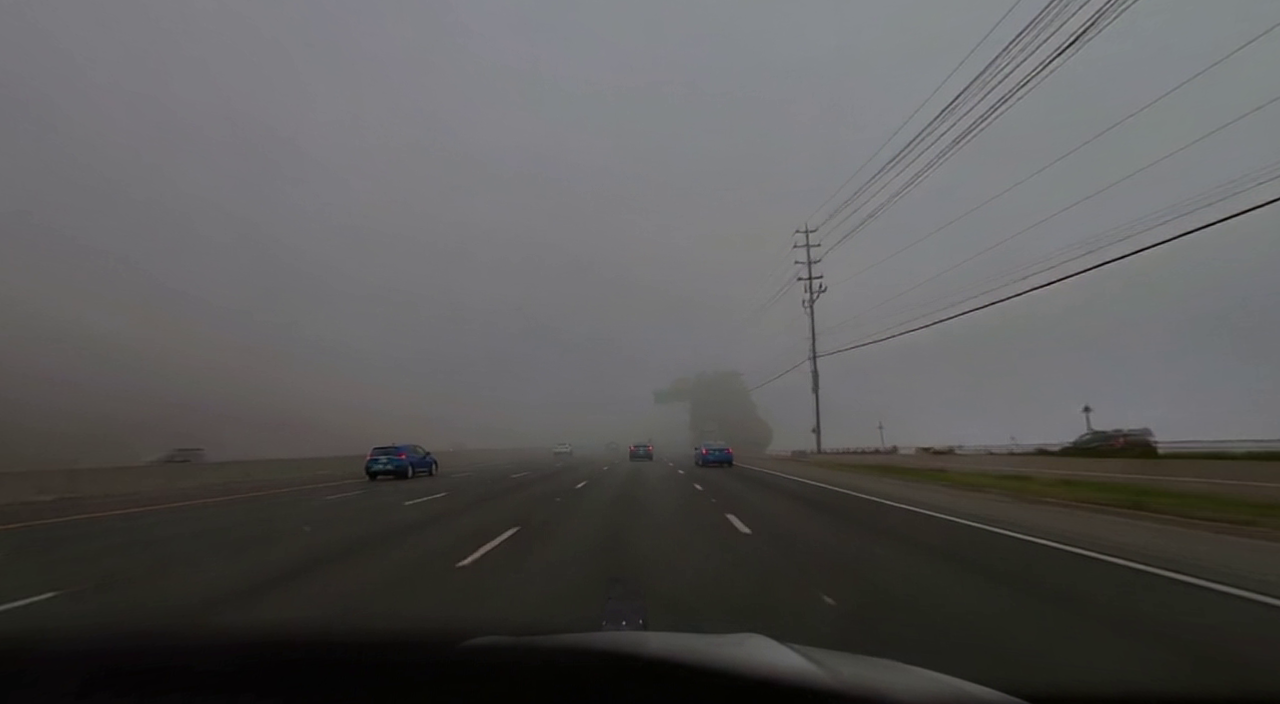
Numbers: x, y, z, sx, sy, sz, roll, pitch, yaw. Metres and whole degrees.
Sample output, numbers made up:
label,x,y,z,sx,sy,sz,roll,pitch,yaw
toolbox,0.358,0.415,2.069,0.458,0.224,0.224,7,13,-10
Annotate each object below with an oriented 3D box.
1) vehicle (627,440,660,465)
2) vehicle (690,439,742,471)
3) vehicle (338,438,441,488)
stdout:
label,x,y,z,sx,sy,sz,roll,pitch,yaw
vehicle,0.230,6.456,40.689,2.036,1.474,3.969,0,-8,0
vehicle,3.785,5.202,32.090,2.060,1.526,4.387,0,-8,-1
vehicle,-10.324,4.601,26.541,2.241,1.810,4.966,-2,-8,1
